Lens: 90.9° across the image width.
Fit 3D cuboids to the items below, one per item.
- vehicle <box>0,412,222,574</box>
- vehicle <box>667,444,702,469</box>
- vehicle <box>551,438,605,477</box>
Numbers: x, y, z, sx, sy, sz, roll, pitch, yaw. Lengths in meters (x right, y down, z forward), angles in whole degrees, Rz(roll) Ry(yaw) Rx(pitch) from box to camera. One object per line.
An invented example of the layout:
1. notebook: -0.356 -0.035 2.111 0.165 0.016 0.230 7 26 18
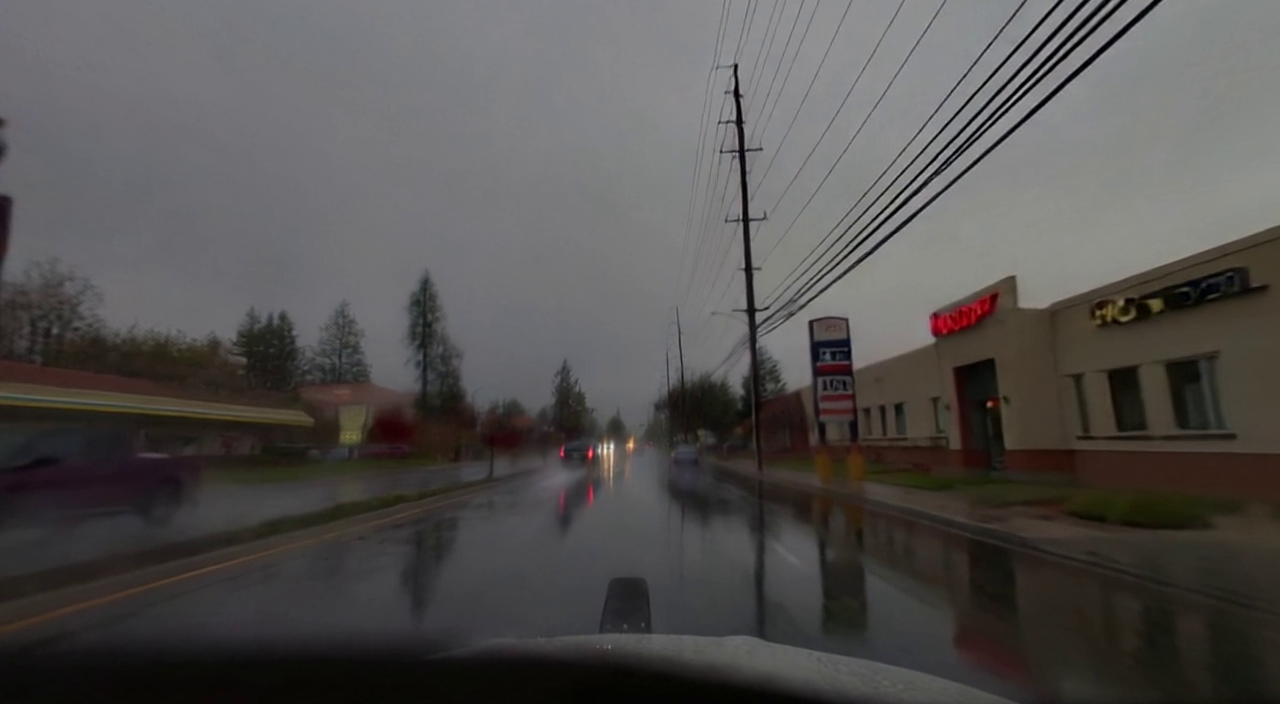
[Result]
1. vehicle: -8.078 1.729 8.043 2.009 1.773 4.925 0 -9 1
2. vehicle: 2.659 6.406 38.721 1.978 1.455 4.195 0 -9 2
3. vehicle: -2.795 4.873 29.222 2.047 1.664 4.148 0 -9 0
